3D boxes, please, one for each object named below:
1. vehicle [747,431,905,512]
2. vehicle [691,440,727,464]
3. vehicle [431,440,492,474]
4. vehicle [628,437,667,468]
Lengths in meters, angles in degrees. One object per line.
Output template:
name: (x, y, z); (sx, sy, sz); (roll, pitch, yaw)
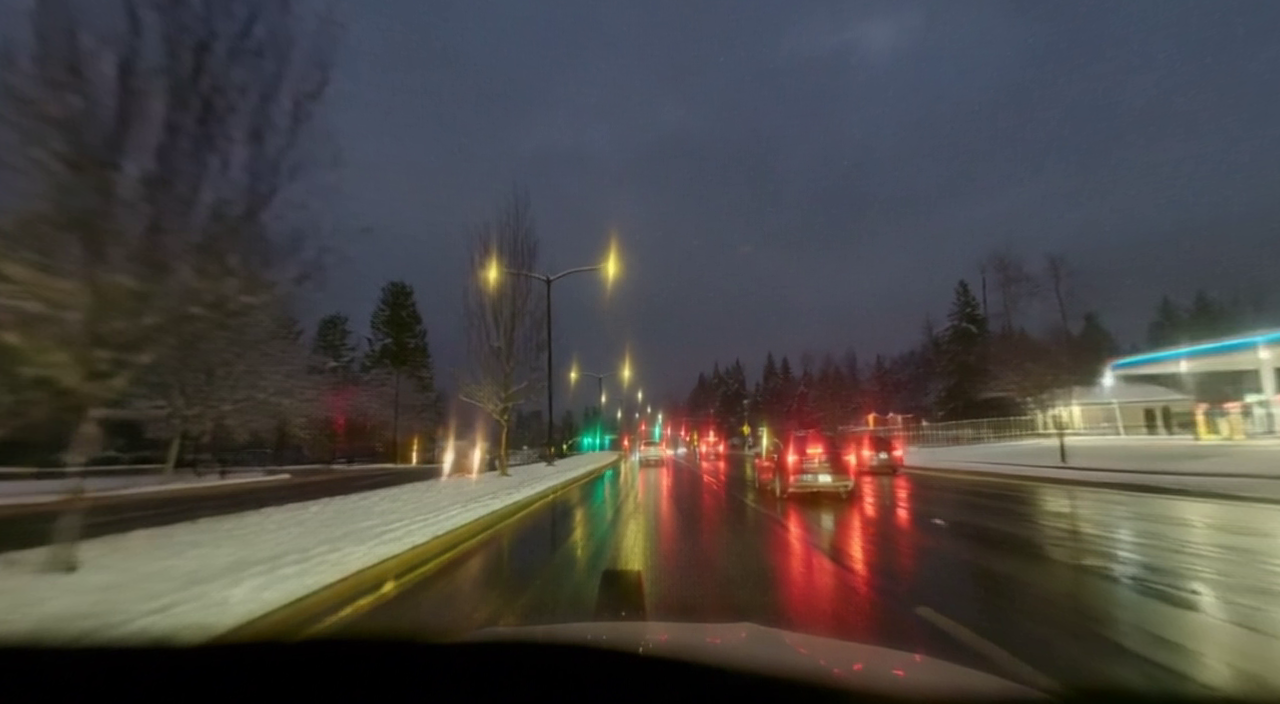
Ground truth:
vehicle: (3.889, 2.595, 14.151); (2.119, 1.509, 4.756); (0, -9, 0)
vehicle: (4.585, 6.723, 42.344); (1.980, 1.515, 4.362); (0, -8, 0)
vehicle: (-9.534, 5.622, 33.890); (2.004, 1.683, 4.290); (0, -9, 1)
vehicle: (0.489, 5.942, 37.335); (2.172, 1.694, 4.055); (0, -9, 1)
